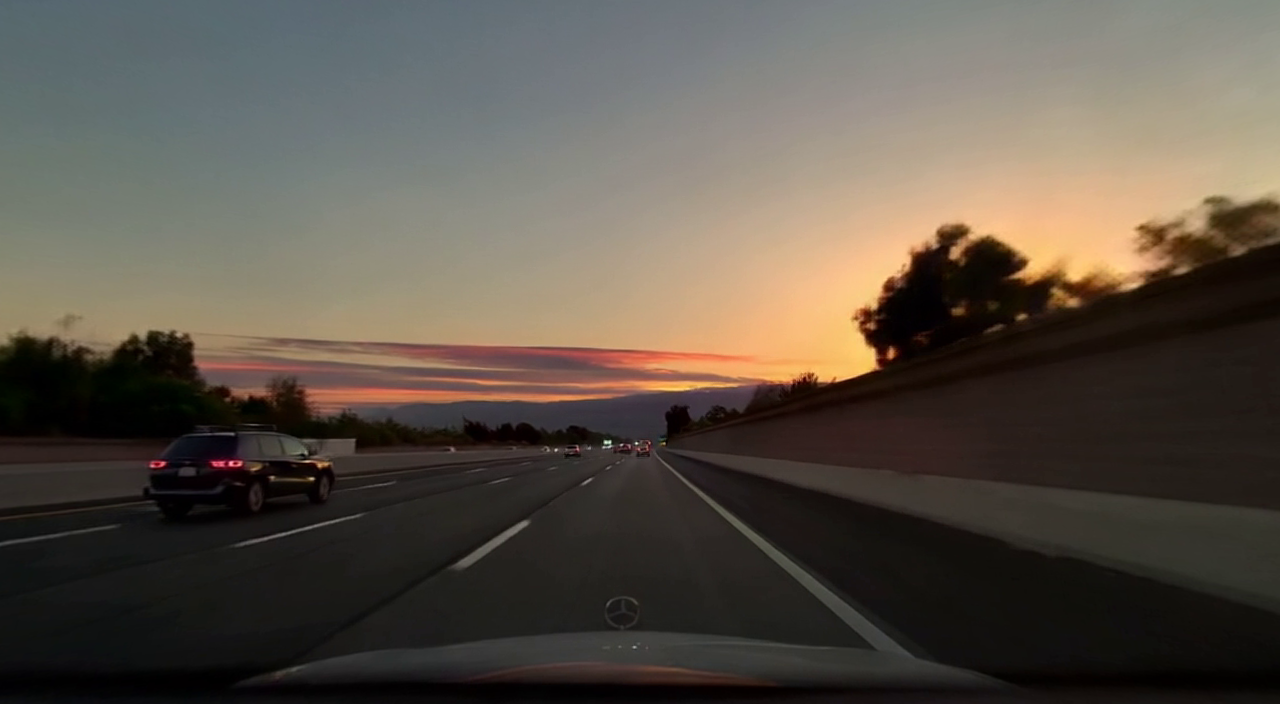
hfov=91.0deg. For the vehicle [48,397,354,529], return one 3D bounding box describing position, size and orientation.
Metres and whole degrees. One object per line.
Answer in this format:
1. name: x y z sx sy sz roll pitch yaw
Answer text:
1. vehicle: -7.699 2.032 11.935 2.163 1.947 4.959 0 -9 0
